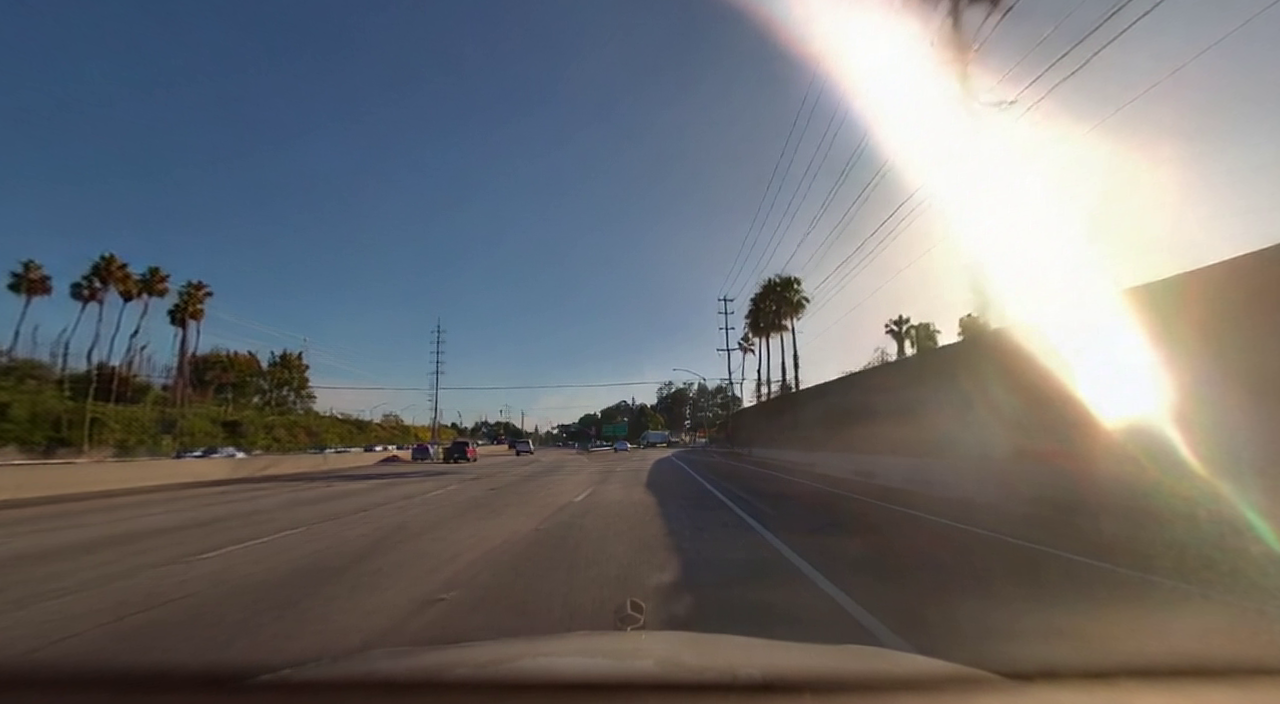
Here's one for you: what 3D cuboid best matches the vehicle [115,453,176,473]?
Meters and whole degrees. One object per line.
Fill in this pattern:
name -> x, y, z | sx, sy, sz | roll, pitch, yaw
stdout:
vehicle -> -38.637, 8.687, 49.392 | 1.688, 1.415, 3.958 | 0, -8, -3

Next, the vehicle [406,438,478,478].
vehicle -> -8.578, 4.591, 27.658 | 2.029, 1.609, 3.935 | 0, -8, -3
